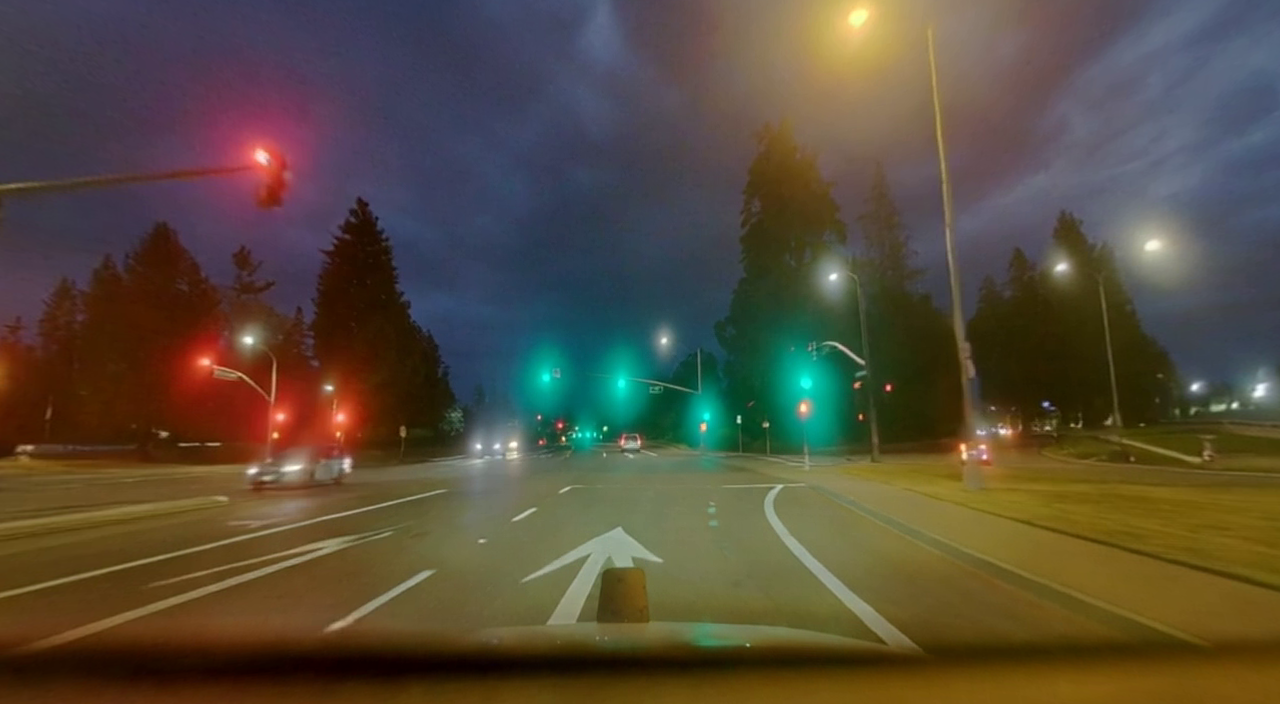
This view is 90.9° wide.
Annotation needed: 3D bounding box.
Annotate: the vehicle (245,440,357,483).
[{"bbox_3d":[-13.105,4.232,24.724,1.969,1.500,4.417,0,-8,-1],"label":"vehicle"}]
